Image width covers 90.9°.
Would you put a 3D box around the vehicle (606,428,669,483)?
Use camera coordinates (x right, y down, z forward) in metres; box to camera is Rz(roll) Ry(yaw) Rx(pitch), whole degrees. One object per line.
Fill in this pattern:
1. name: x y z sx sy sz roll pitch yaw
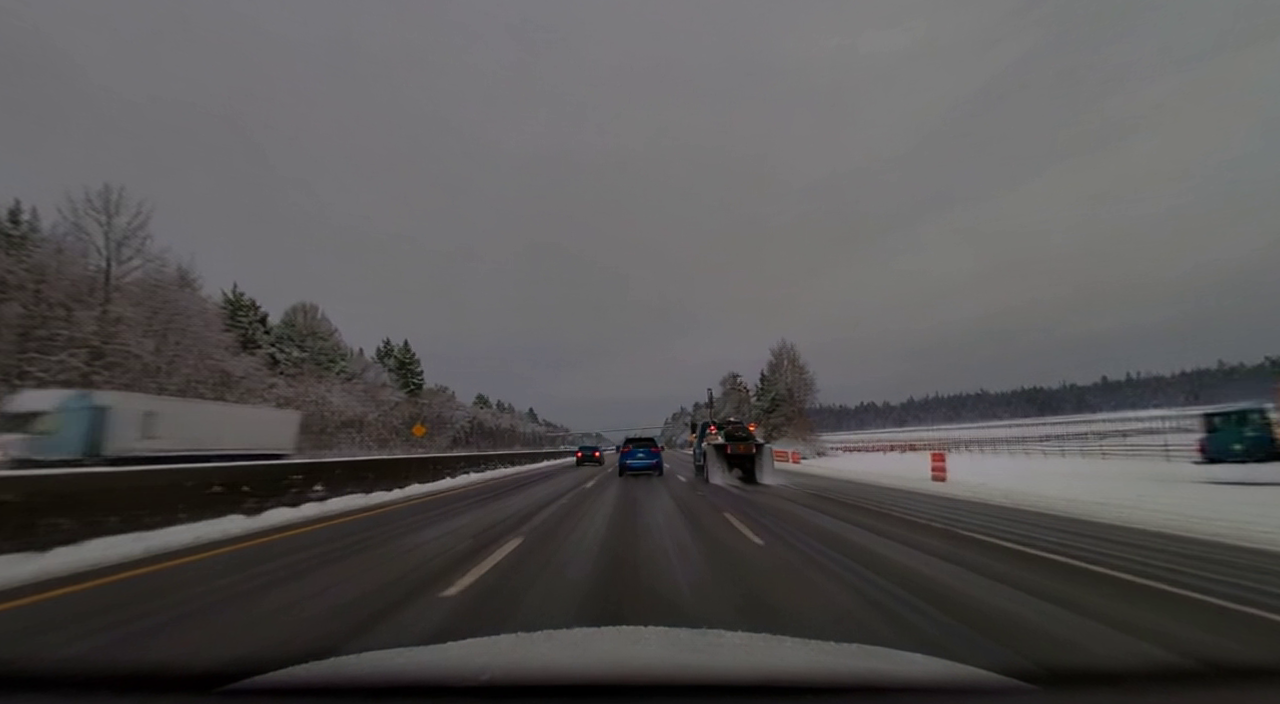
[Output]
1. vehicle: -0.065 4.116 25.417 2.308 1.993 4.631 0 -8 1

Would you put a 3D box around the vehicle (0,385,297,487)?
1. vehicle: -25.046 4.656 34.084 3.477 4.162 16.507 0 -8 1

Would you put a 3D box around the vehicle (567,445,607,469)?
1. vehicle: -3.322 6.669 40.352 2.096 1.469 4.319 0 -8 1

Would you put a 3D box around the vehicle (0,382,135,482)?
1. vehicle: -25.030 3.326 25.793 2.998 3.638 6.625 0 -8 1

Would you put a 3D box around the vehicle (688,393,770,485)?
1. vehicle: 4.060 4.314 31.109 2.793 3.828 9.580 0 -8 1
